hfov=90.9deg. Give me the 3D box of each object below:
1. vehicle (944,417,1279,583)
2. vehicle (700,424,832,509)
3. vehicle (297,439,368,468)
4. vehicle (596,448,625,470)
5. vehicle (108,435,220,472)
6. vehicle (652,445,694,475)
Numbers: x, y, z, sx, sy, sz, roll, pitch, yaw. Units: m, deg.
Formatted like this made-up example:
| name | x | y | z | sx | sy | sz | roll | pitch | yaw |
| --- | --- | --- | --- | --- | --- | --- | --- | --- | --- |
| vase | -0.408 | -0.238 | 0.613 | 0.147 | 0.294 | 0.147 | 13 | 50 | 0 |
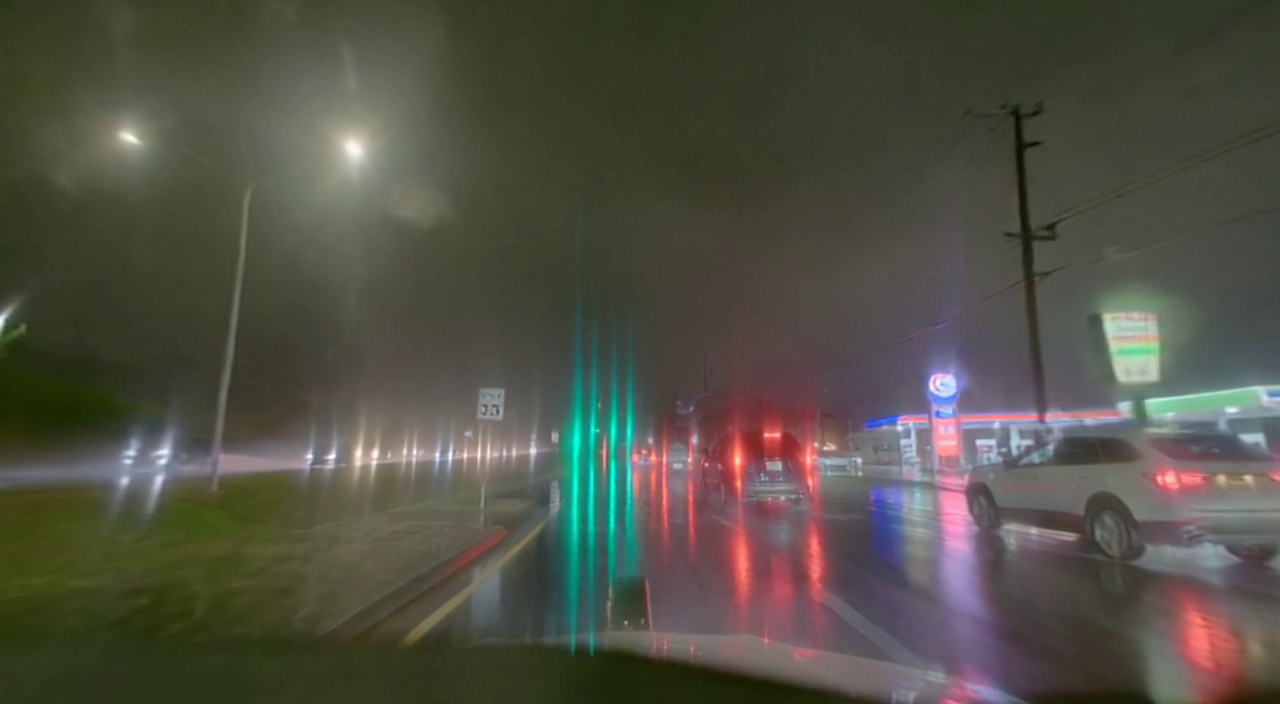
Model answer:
| name | x | y | z | sx | sy | sz | roll | pitch | yaw |
| --- | --- | --- | --- | --- | --- | --- | --- | --- | --- |
| vehicle | 6.103 | 1.760 | 8.365 | 1.881 | 1.604 | 4.289 | 0 | -8 | -1 |
| vehicle | 2.928 | 2.792 | 15.864 | 2.184 | 1.777 | 4.712 | 0 | -8 | -2 |
| vehicle | -19.020 | 6.297 | 39.234 | 2.081 | 1.654 | 4.576 | 0 | -8 | 0 |
| vehicle | -2.184 | 8.037 | 47.623 | 2.107 | 1.527 | 4.174 | 0 | -8 | -2 |
| vehicle | -22.504 | 4.806 | 30.049 | 1.872 | 1.620 | 4.343 | 0 | -8 | 1 |
| vehicle | 1.862 | 6.201 | 36.598 | 2.012 | 1.612 | 4.114 | 0 | -8 | -3 |
